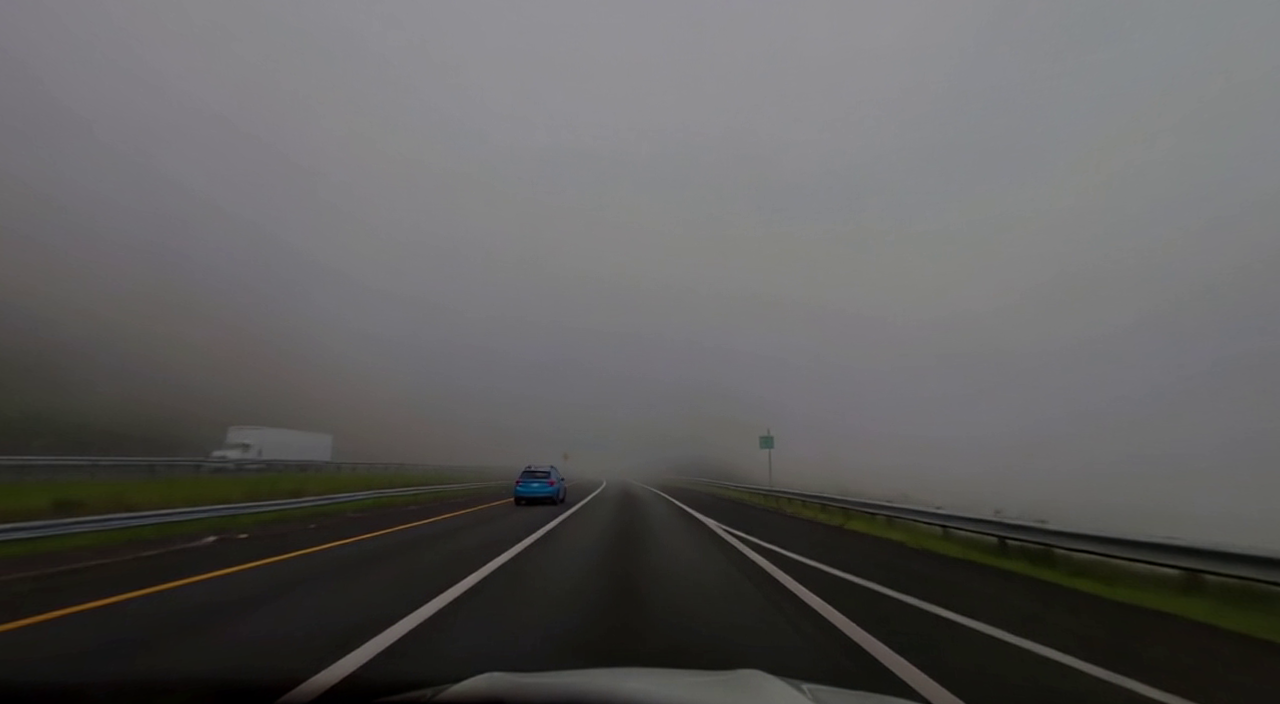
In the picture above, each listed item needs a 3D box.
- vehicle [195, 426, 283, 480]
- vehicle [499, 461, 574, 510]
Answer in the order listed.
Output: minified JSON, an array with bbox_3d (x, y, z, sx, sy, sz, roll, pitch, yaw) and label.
[{"bbox_3d":[-30.478,7.779,48.221,2.915,3.769,5.891,1,-10,-4],"label":"vehicle"},{"bbox_3d":[-3.592,4.739,22.696,1.967,1.556,4.364,1,-10,0],"label":"vehicle"}]
